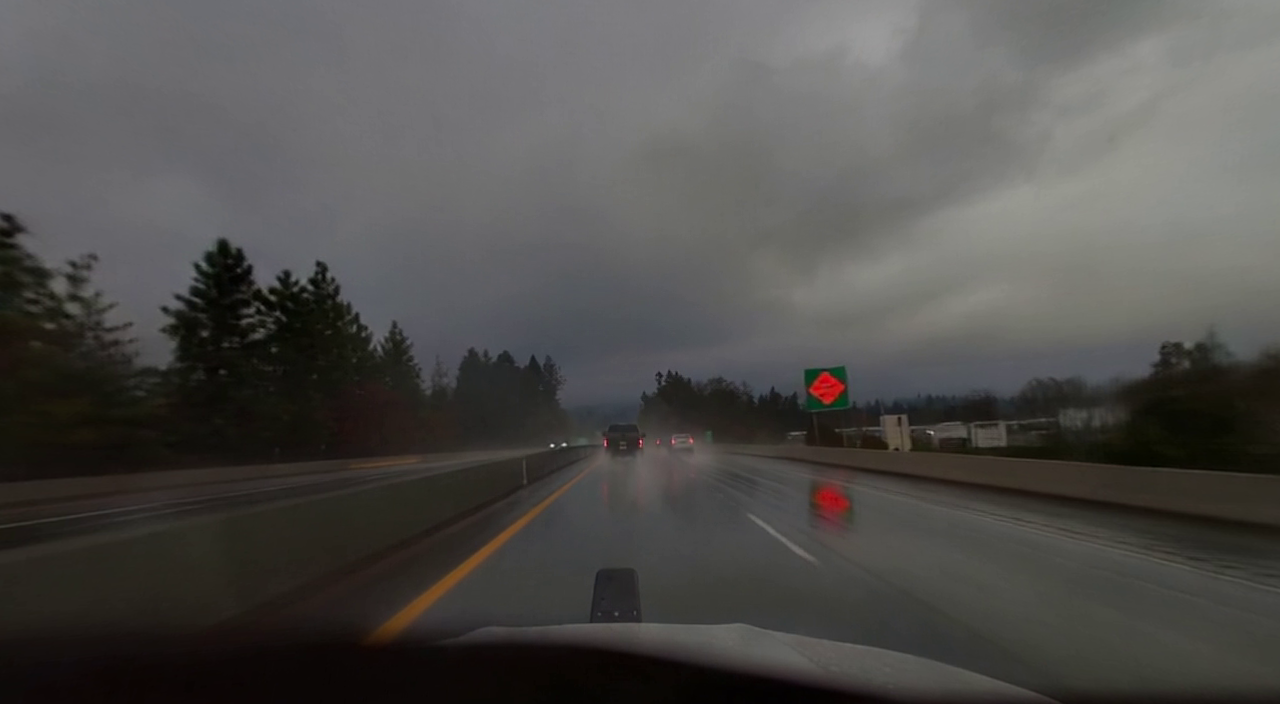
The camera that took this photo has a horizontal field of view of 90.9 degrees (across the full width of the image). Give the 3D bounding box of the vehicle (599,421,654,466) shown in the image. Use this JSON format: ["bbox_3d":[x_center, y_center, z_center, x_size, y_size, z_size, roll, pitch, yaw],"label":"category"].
[{"bbox_3d":[-0.654,4.486,31.033,2.503,2.044,4.633,0,-8,-1],"label":"vehicle"}]
